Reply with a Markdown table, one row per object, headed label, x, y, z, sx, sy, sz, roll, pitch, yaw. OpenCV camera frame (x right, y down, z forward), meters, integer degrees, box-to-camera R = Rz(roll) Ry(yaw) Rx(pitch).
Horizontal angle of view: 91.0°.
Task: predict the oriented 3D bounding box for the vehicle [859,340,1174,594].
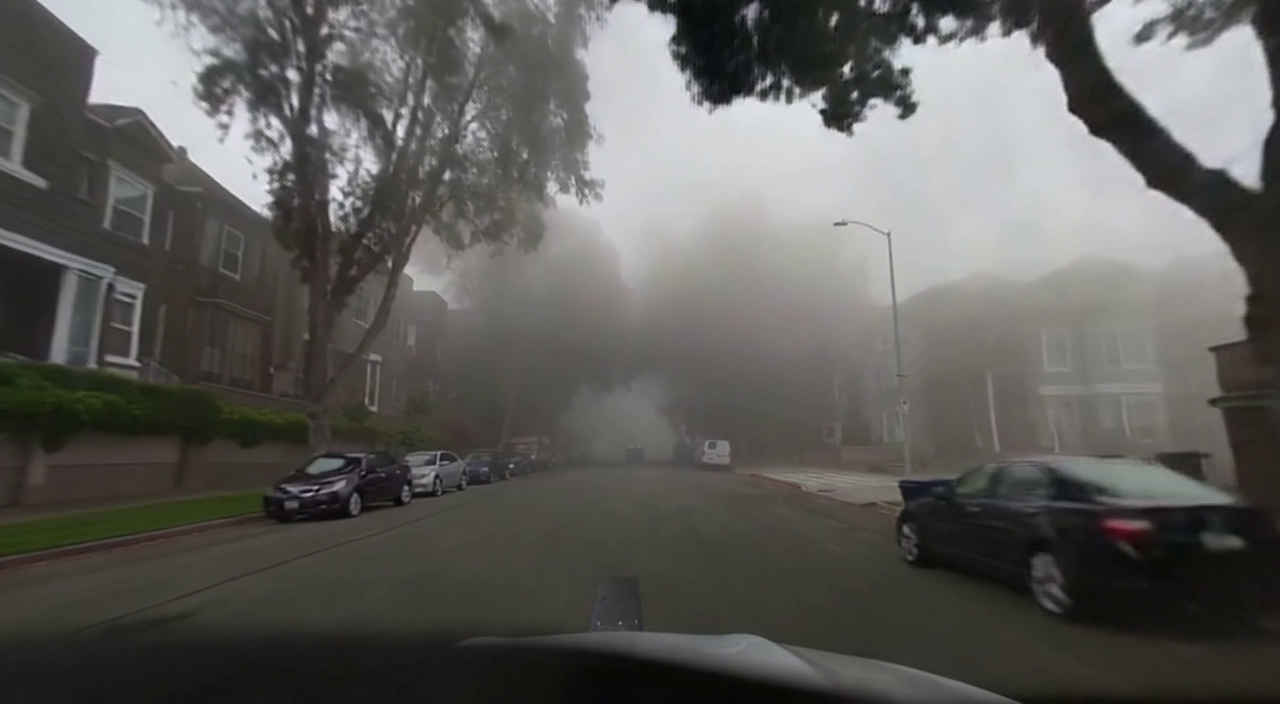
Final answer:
| label | x | y | z | sx | sy | sz | roll | pitch | yaw |
| --- | --- | --- | --- | --- | --- | --- | --- | --- | --- |
| vehicle | 4.100 | 1.279 | 7.353 | 2.158 | 2.478 | 2.078 | -1 | -9 | -1 |

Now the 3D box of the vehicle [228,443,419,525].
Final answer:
| label | x | y | z | sx | sy | sz | roll | pitch | yaw |
| --- | --- | --- | --- | --- | --- | --- | --- | --- | --- |
| vehicle | -6.896 | 2.923 | 14.457 | 2.003 | 1.501 | 4.779 | -1 | -10 | -1 |

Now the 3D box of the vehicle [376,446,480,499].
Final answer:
| label | x | y | z | sx | sy | sz | roll | pitch | yaw |
| --- | --- | --- | --- | --- | --- | --- | --- | --- | --- |
| vehicle | -6.746 | 3.869 | 20.617 | 1.845 | 1.475 | 4.495 | -1 | -9 | 0 |

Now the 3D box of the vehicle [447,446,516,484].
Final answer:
| label | x | y | z | sx | sy | sz | roll | pitch | yaw |
| --- | --- | --- | --- | --- | --- | --- | --- | --- | --- |
| vehicle | -6.723 | 4.839 | 27.174 | 1.832 | 1.483 | 4.140 | -1 | -9 | 1 |

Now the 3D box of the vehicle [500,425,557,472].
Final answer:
| label | x | y | z | sx | sy | sz | roll | pitch | yaw |
| --- | --- | --- | --- | --- | --- | --- | --- | --- | --- |
| vehicle | -6.800 | 6.056 | 39.121 | 2.341 | 2.674 | 5.753 | -1 | -10 | 1 |

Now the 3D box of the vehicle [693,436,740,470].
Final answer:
| label | x | y | z | sx | sy | sz | roll | pitch | yaw |
| --- | --- | --- | --- | --- | --- | --- | --- | --- | --- |
| vehicle | 4.651 | 6.250 | 38.966 | 2.216 | 1.955 | 4.970 | 0 | -9 | -1 |
